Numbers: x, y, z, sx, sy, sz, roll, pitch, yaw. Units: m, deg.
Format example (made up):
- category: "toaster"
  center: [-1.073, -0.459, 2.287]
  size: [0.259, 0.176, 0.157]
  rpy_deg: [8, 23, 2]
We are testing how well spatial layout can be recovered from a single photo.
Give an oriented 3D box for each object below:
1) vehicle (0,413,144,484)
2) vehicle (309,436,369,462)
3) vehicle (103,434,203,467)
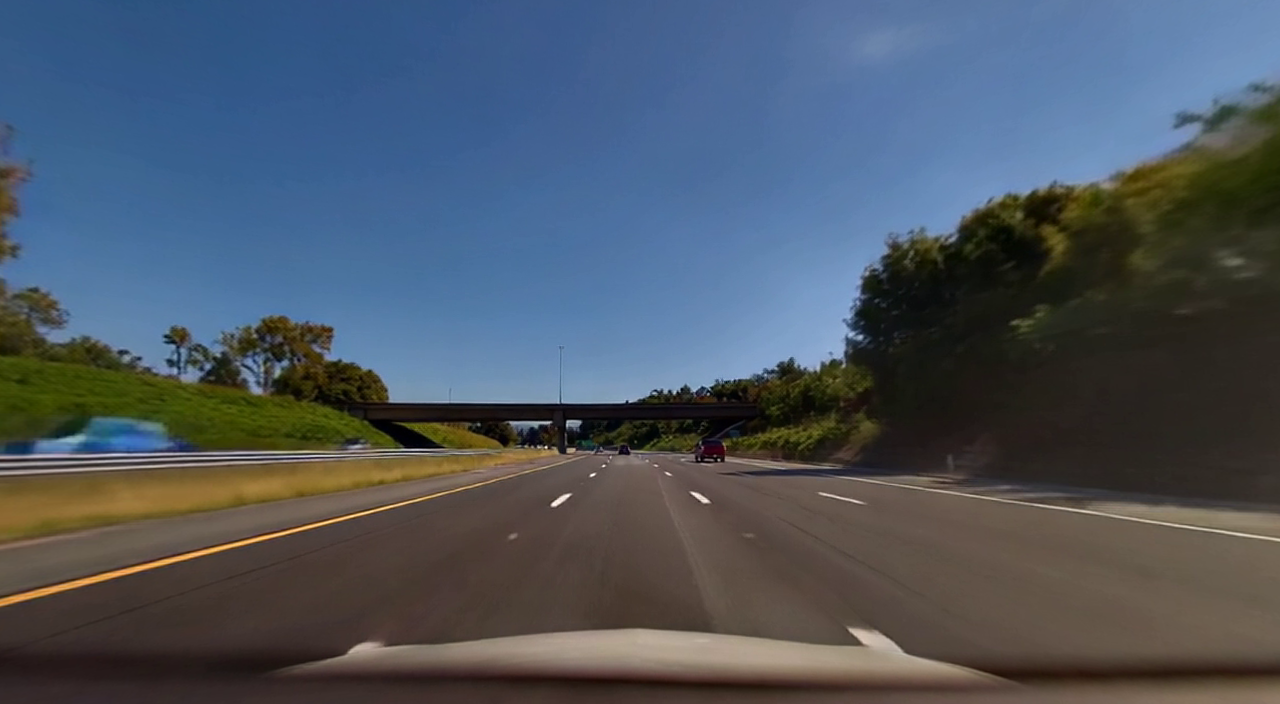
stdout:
- category: "vehicle"
  center: [-15.648, 2.499, 16.320]
  size: [1.945, 1.614, 4.597]
  rpy_deg: [0, -9, -1]
- category: "vehicle"
  center: [-19.412, 6.288, 40.994]
  size: [1.787, 1.546, 4.284]
  rpy_deg: [0, -8, 0]
- category: "vehicle"
  center: [-27.495, 5.576, 35.913]
  size: [2.001, 1.697, 4.646]
  rpy_deg: [0, -9, -1]
